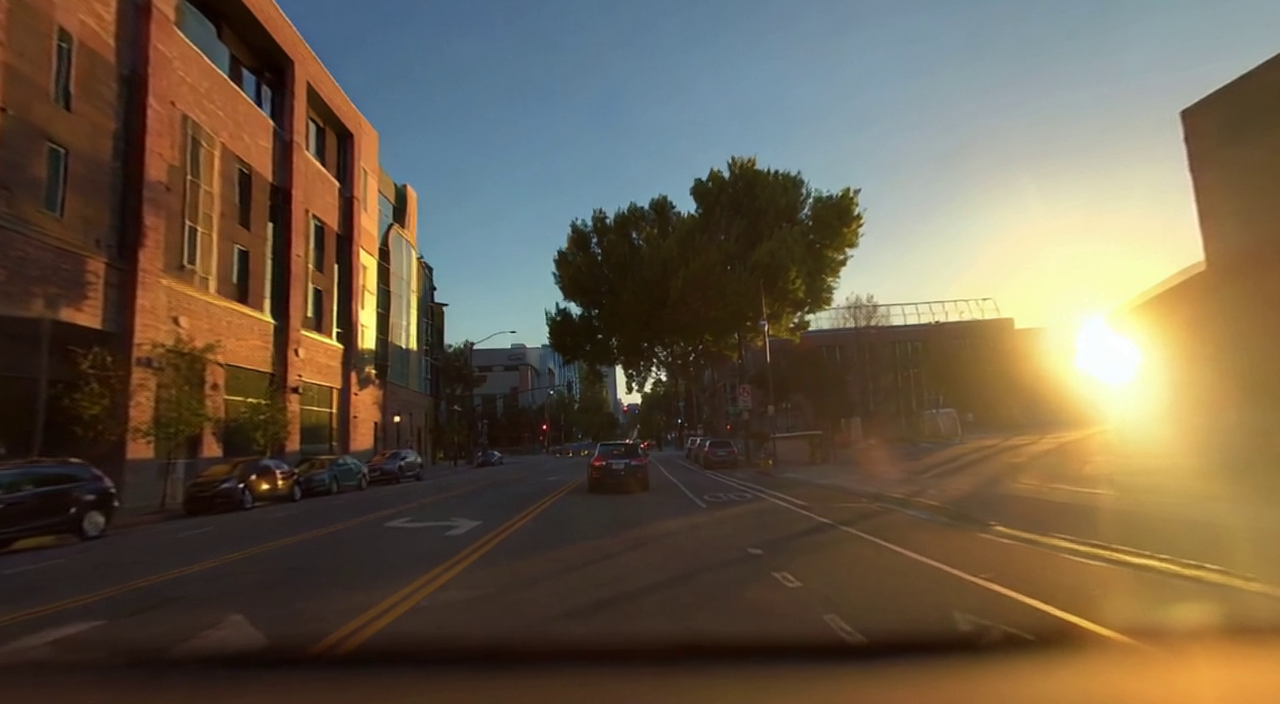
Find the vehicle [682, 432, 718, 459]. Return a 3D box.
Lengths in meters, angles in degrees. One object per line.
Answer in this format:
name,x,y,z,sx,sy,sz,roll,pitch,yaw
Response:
vehicle,4.396,6.948,46.981,1.972,1.822,4.889,-3,-8,-1

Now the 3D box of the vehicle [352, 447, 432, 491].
vehicle,-12.037,5.674,31.025,2.090,1.784,4.832,-4,-8,-2

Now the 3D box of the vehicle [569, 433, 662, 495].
vehicle,-0.609,3.037,17.441,2.269,1.479,3.980,0,-8,0

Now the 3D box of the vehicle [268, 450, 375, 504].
vehicle,-12.235,4.785,24.641,1.945,1.712,4.648,-3,-8,-2

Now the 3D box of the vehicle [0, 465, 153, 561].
vehicle,-11.790,2.923,11.495,1.991,1.507,4.879,-2,-8,0

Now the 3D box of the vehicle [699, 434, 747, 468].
vehicle,4.381,5.318,34.116,1.924,1.645,4.528,-1,-8,0

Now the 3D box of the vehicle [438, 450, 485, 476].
vehicle,-12.330,7.638,43.869,1.968,1.469,4.523,-3,-8,-1

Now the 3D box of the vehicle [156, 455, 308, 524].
vehicle,-12.087,4.034,19.068,1.976,1.577,4.091,-6,-8,-1
